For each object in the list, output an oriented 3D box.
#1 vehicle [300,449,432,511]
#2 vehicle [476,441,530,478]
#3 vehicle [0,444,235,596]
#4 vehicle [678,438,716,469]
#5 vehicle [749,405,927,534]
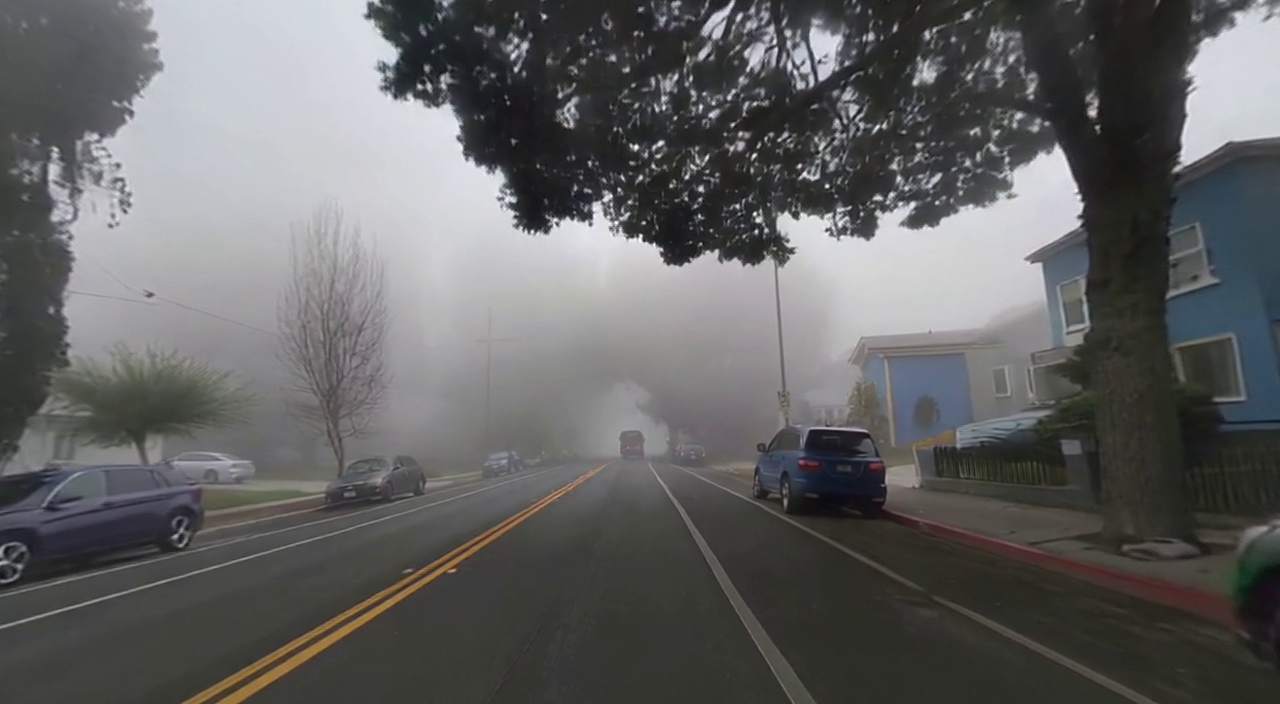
[{"bbox_3d":[-8.389,3.905,19.889,1.921,1.494,4.884,-4,-8,1],"label":"vehicle"},{"bbox_3d":[-8.333,6.599,39.030,2.094,1.840,5.450,-7,-8,-2],"label":"vehicle"},{"bbox_3d":[-8.426,2.332,9.079,1.989,1.726,5.129,-6,-9,-2],"label":"vehicle"},{"bbox_3d":[3.889,6.985,43.724,2.060,1.833,4.927,4,-9,0],"label":"vehicle"},{"bbox_3d":[3.667,2.250,12.722,2.131,1.995,4.626,3,-8,1],"label":"vehicle"}]
